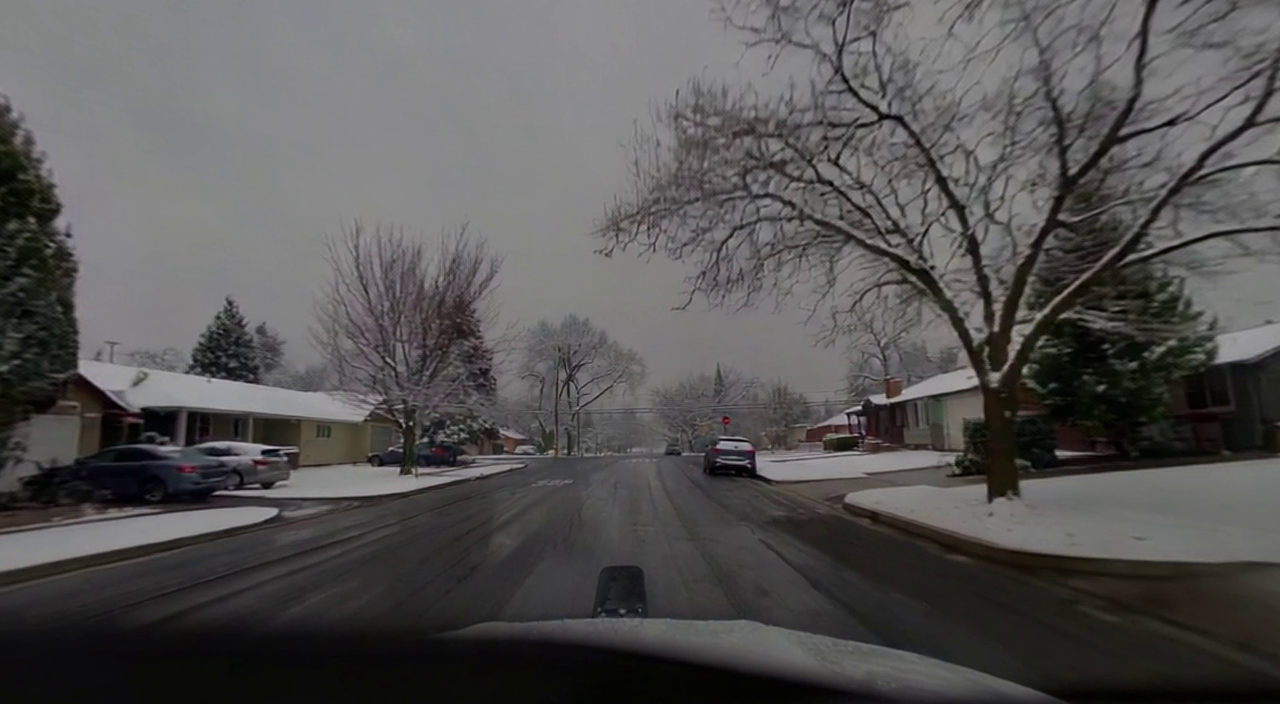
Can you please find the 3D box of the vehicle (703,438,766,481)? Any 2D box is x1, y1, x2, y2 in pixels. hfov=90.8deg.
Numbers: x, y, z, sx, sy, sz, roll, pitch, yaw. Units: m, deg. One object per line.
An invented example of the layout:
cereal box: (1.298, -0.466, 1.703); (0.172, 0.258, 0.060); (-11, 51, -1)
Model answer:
vehicle: (3.585, 4.161, 24.686); (1.975, 1.528, 4.000); (0, -9, 2)

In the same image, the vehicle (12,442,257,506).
vehicle: (-12.983, 3.150, 16.517); (4.572, 1.522, 1.999); (1, -9, -3)
